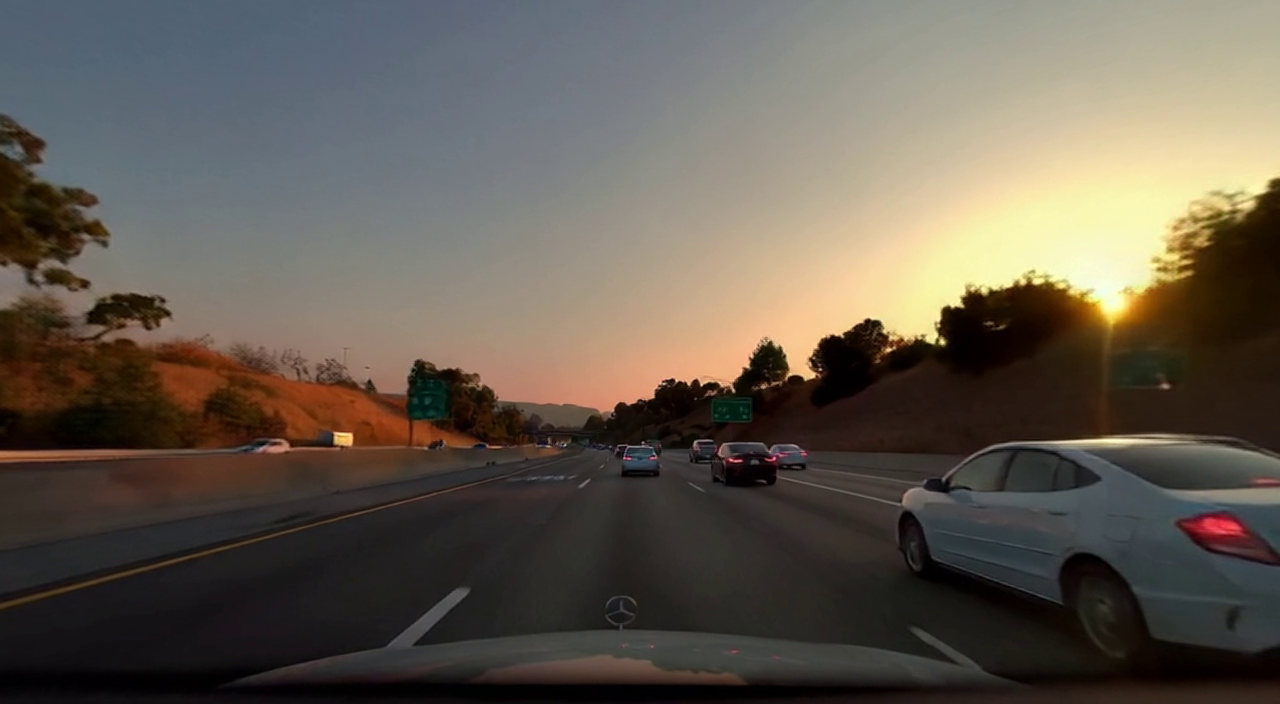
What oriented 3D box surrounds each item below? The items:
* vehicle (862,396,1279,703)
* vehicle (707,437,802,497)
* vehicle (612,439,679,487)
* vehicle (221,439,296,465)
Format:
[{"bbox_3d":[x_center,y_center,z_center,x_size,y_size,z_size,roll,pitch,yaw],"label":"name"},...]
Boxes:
[{"bbox_3d":[3.411,1.223,4.372,1.993,1.504,4.781,0,-9,0],"label":"vehicle"},{"bbox_3d":[3.176,3.277,18.394,1.856,1.517,4.198,0,-9,-2],"label":"vehicle"},{"bbox_3d":[0.118,3.798,21.916,2.098,1.475,3.997,0,-9,-1],"label":"vehicle"},{"bbox_3d":[-25.931,6.808,43.197,2.105,1.666,4.914,0,-9,0],"label":"vehicle"}]
